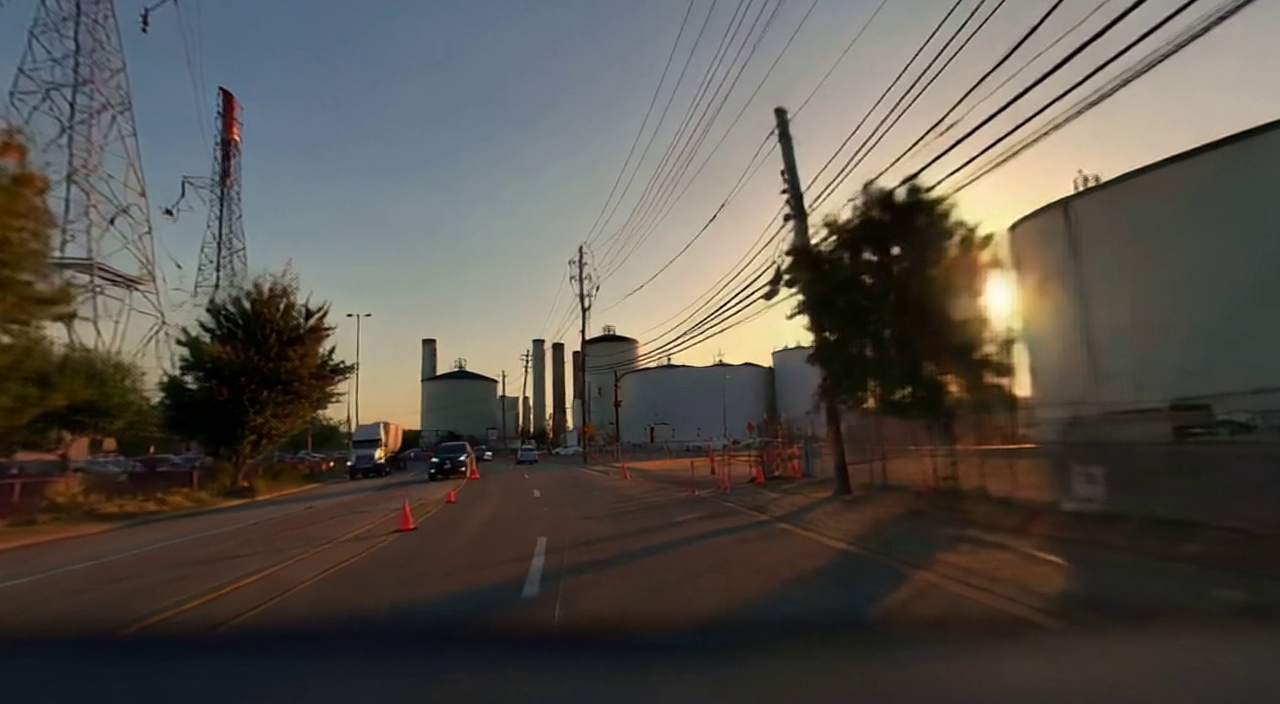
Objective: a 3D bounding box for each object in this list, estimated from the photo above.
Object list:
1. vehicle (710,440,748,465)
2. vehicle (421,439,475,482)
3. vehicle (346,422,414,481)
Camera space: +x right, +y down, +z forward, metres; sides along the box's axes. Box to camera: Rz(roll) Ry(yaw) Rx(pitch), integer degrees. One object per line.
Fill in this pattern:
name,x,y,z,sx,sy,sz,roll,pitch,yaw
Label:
vehicle,5.704,6.464,40.826,1.829,1.487,4.352,0,-9,0
vehicle,-8.680,4.922,28.932,2.079,1.770,4.684,2,-9,-14
vehicle,-15.449,5.957,38.096,2.905,3.133,7.675,2,-9,-17
